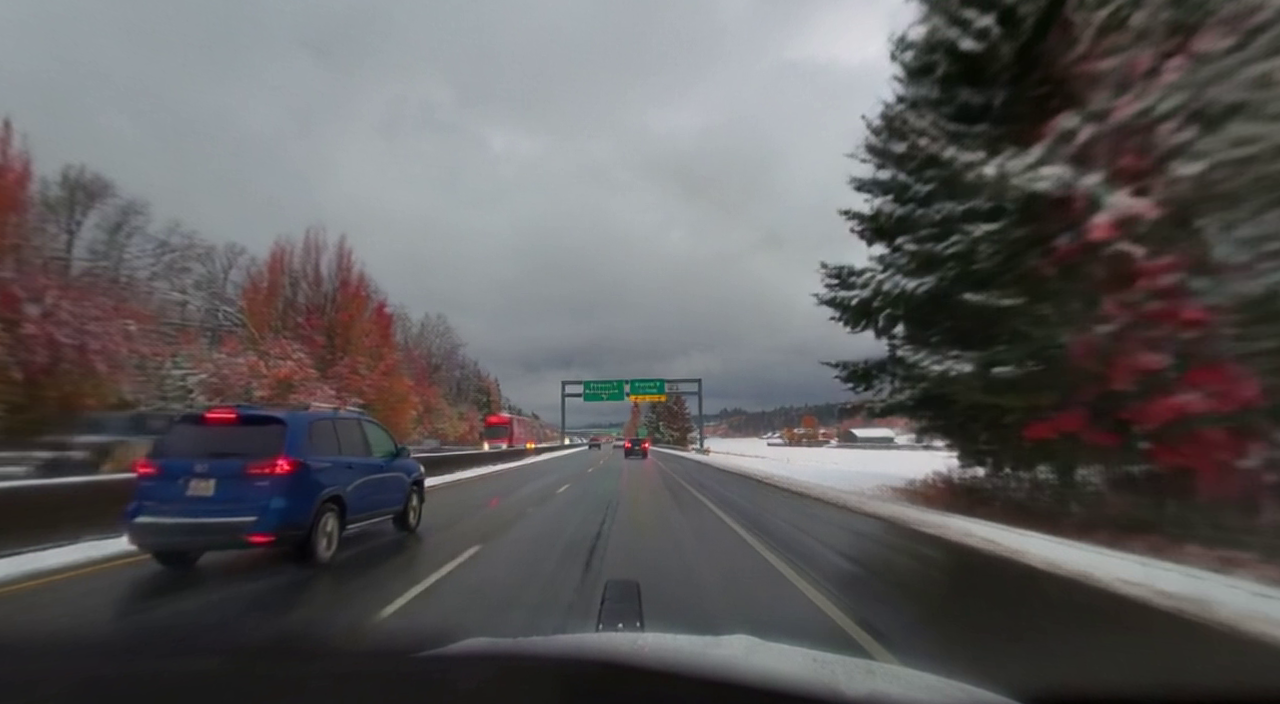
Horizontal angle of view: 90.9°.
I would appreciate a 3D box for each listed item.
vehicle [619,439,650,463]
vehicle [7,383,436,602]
[{"bbox_3d":[-0.363,6.526,41.612,1.939,1.497,3.863,0,-8,-1],"label":"vehicle"},{"bbox_3d":[-3.999,1.413,7.146,1.924,1.720,4.195,0,-8,0],"label":"vehicle"}]
